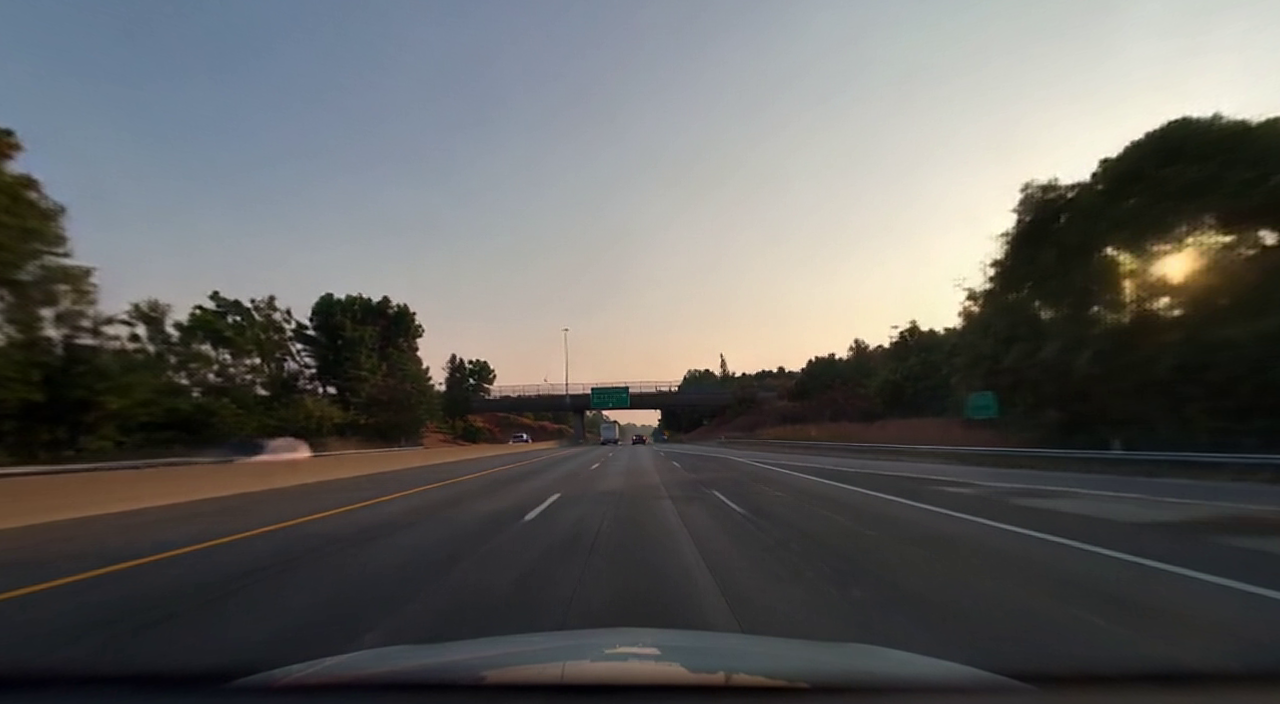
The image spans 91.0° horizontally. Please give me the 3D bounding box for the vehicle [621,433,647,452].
[{"bbox_3d":[-0.547,7.108,49.518,1.952,1.438,3.702,0,-8,-2],"label":"vehicle"}]
